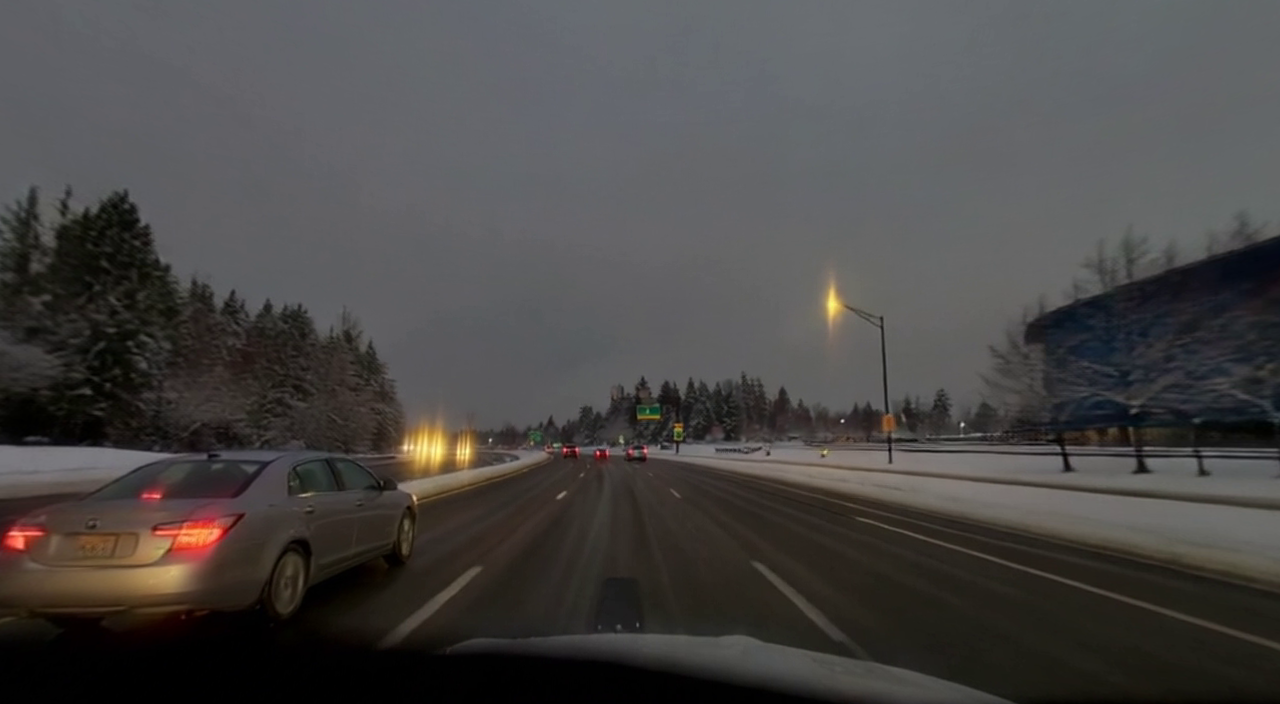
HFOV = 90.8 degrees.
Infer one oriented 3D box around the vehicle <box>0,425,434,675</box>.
[{"bbox_3d":[-3.698,1.515,6.038,2.018,1.476,4.364,0,-8,0],"label":"vehicle"}]
